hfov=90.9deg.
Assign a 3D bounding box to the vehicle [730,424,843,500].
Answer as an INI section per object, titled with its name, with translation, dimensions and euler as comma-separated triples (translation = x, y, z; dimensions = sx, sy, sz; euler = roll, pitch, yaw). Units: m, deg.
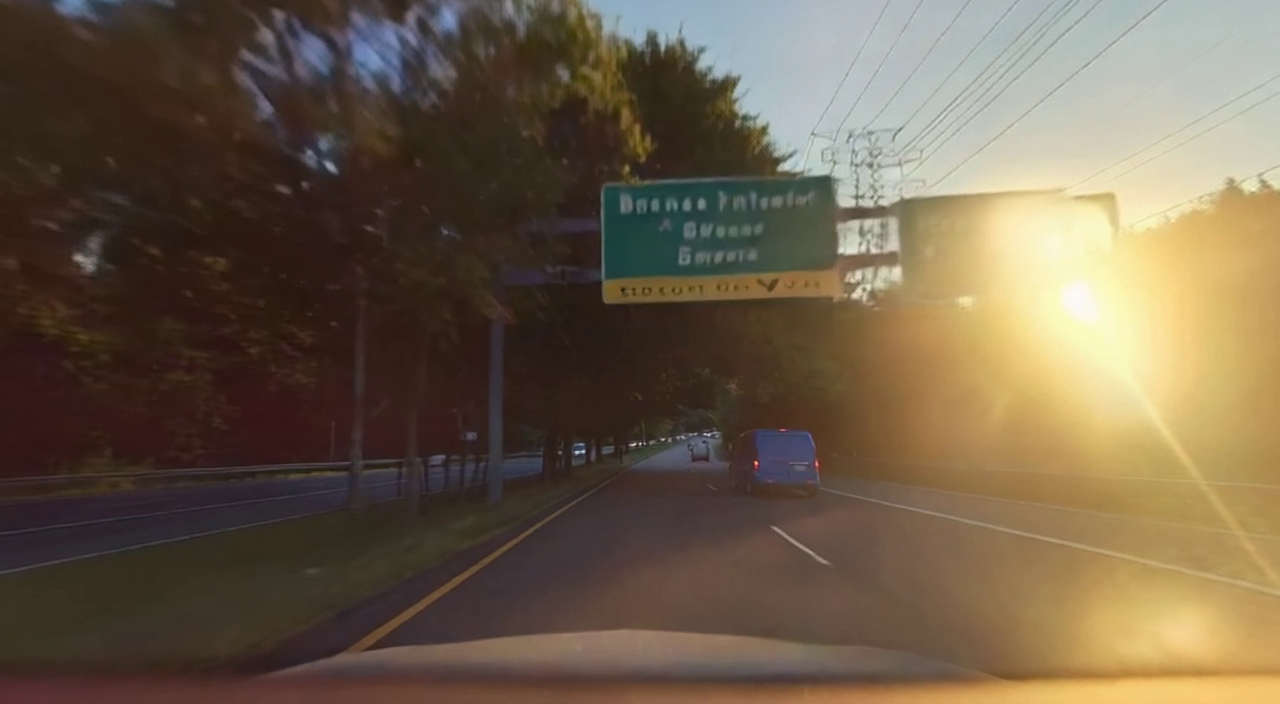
[vehicle]
translation = 4.214, 3.298, 19.170
dimensions = 2.261, 1.969, 5.104
euler = 0, -9, 1
